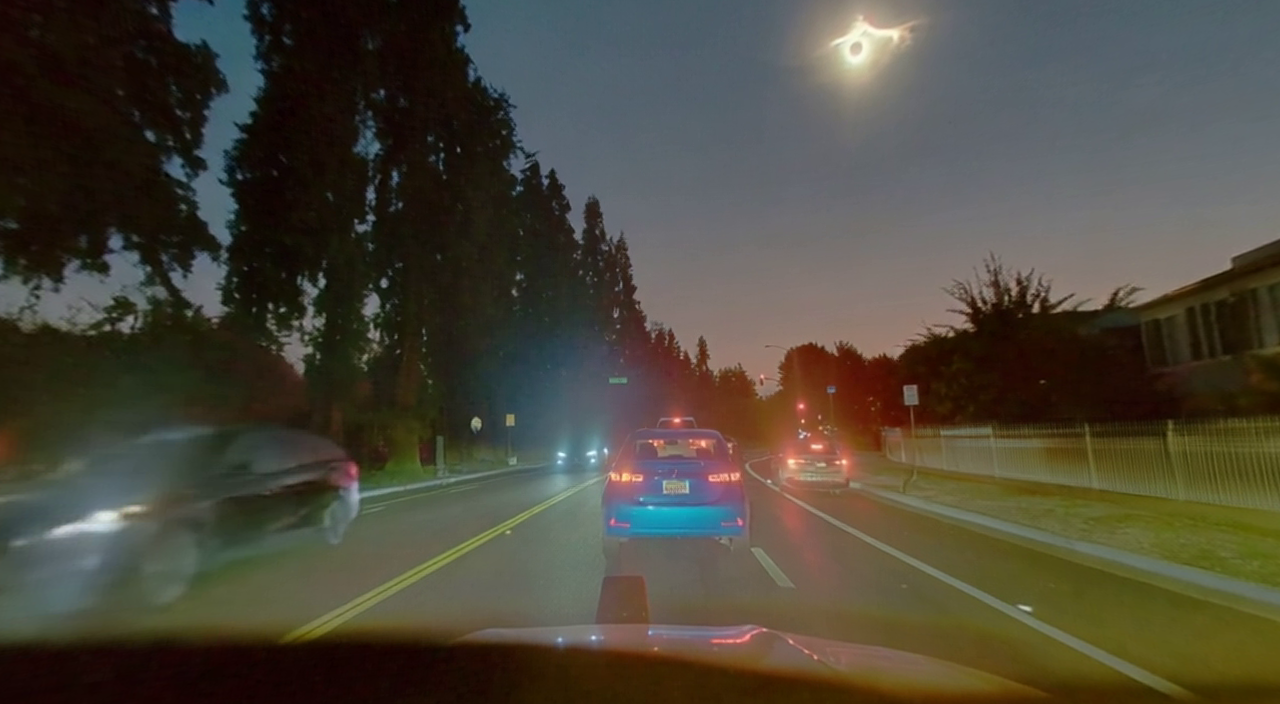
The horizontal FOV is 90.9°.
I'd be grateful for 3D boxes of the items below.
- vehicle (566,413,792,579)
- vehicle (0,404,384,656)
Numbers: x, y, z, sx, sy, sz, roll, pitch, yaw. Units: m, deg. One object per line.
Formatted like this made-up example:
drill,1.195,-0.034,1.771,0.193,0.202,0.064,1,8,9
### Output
vehicle,0.392,1.607,7.823,2.070,1.516,3.936,0,-8,1
vehicle,-4.811,1.532,6.655,2.082,1.682,4.623,0,-8,2
